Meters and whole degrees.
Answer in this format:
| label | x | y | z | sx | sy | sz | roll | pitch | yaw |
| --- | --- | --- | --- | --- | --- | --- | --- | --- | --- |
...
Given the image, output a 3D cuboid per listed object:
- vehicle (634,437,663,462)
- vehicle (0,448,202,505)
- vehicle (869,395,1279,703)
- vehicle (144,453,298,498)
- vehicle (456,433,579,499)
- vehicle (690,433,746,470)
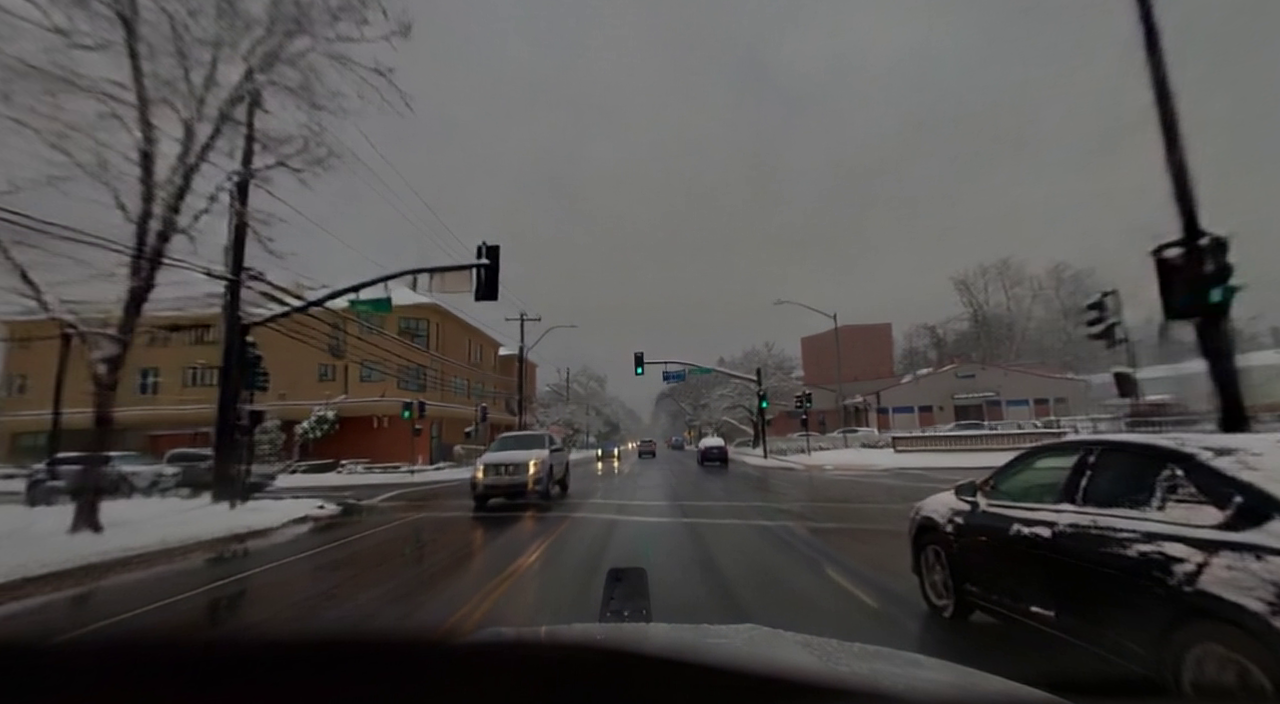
| label | x | y | z | sx | sy | sz | roll | pitch | yaw |
| --- | --- | --- | --- | --- | --- | --- | --- | --- | --- |
| vehicle | 0.608 | 7.422 | 48.190 | 2.118 | 1.813 | 4.326 | 0 | -9 | 0 |
| vehicle | -18.188 | 4.146 | 21.240 | 5.361 | 1.767 | 2.179 | -1 | -9 | 5 |
| vehicle | 3.270 | 1.117 | 3.680 | 2.072 | 1.471 | 4.834 | 0 | -9 | 0 |
| vehicle | -15.953 | 4.680 | 24.135 | 4.540 | 1.546 | 2.157 | -1 | -9 | 8 |
| vehicle | -3.427 | 3.334 | 18.894 | 2.519 | 1.689 | 5.200 | 0 | -9 | 1 |
| vehicle | 3.622 | 4.726 | 30.044 | 2.035 | 1.564 | 4.719 | 0 | -9 | 0 |
